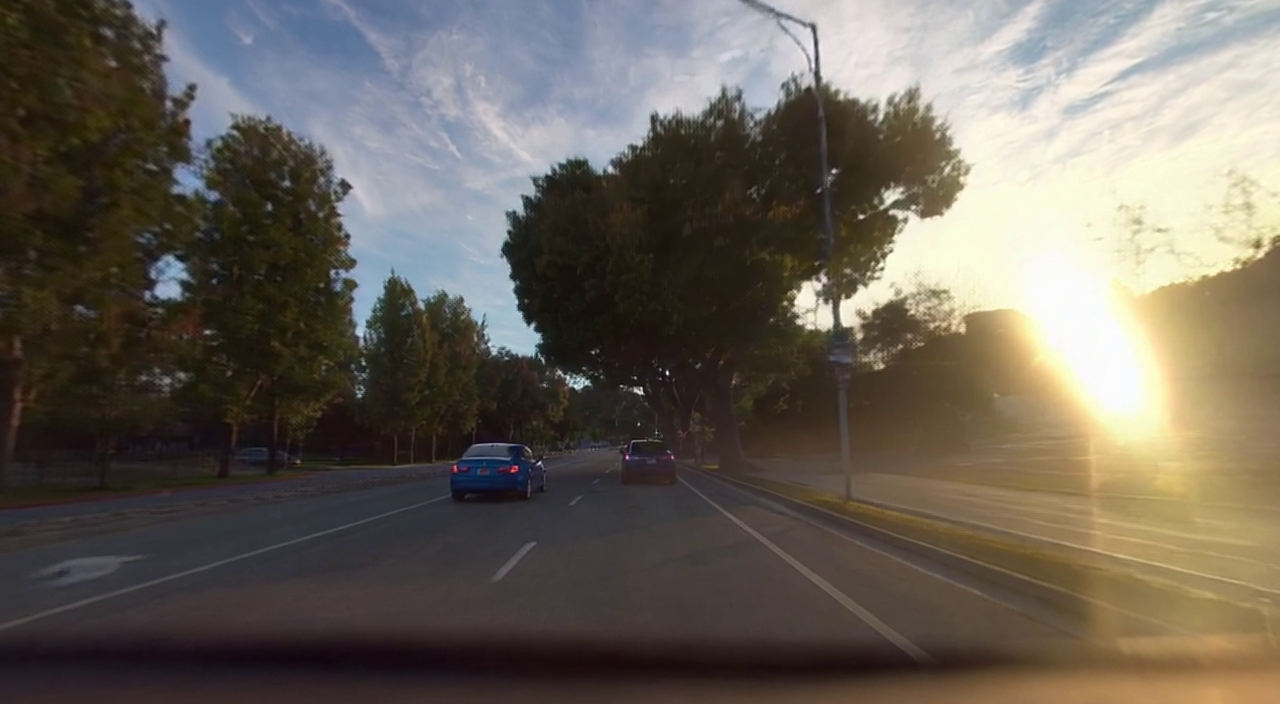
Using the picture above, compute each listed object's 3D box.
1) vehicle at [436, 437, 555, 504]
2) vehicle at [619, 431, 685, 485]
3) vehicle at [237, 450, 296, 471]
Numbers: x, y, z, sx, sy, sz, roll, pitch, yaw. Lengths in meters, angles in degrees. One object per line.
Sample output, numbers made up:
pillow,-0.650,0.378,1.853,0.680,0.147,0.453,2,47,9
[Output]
vehicle,-3.445,2.903,15.887,2.036,1.447,4.044,0,-8,0
vehicle,0.352,3.888,23.440,2.215,1.799,4.426,0,-8,-1
vehicle,-27.943,8.095,47.205,1.826,1.464,4.533,0,-8,-3
